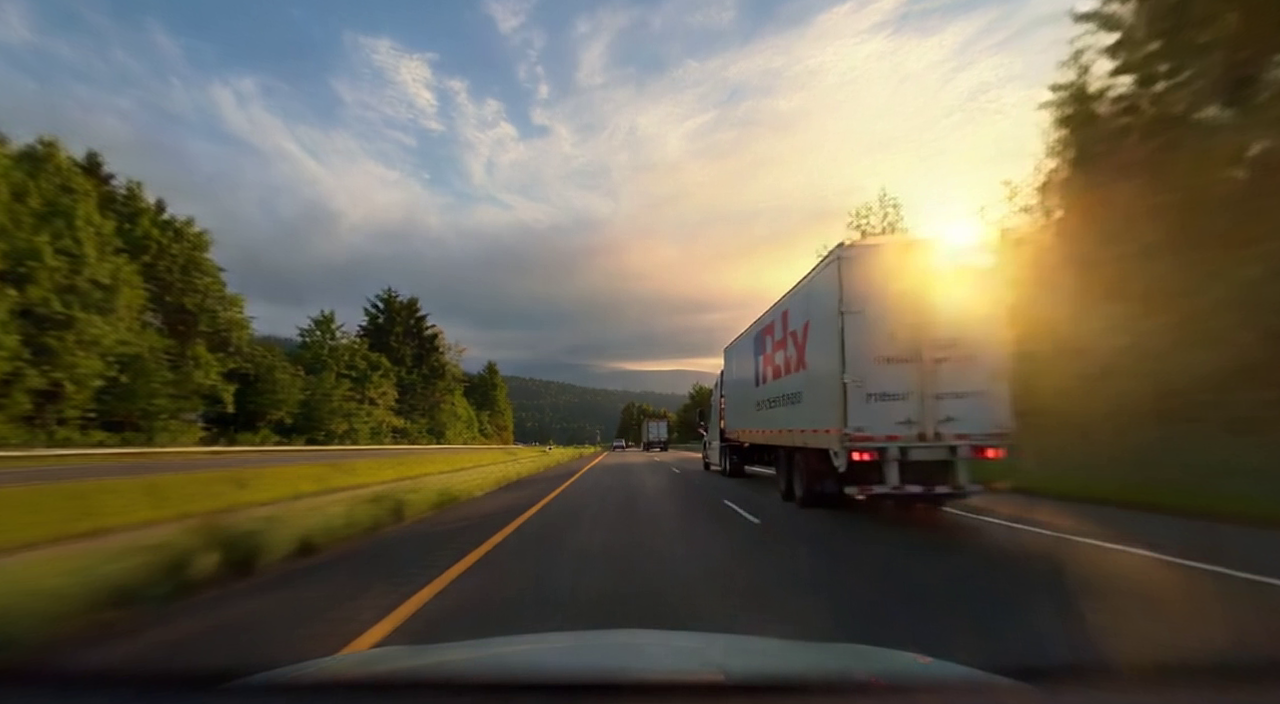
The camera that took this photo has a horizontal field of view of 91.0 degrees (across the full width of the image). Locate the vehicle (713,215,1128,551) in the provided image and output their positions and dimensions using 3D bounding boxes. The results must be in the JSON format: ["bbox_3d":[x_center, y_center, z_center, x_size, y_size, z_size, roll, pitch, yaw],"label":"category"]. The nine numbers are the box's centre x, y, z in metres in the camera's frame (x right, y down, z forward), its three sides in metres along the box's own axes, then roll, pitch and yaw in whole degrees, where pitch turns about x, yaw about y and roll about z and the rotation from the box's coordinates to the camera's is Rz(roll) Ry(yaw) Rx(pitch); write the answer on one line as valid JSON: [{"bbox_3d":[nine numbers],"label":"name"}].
[{"bbox_3d":[4.124,1.291,14.650,2.871,4.072,14.183,0,-8,-1],"label":"vehicle"}]
